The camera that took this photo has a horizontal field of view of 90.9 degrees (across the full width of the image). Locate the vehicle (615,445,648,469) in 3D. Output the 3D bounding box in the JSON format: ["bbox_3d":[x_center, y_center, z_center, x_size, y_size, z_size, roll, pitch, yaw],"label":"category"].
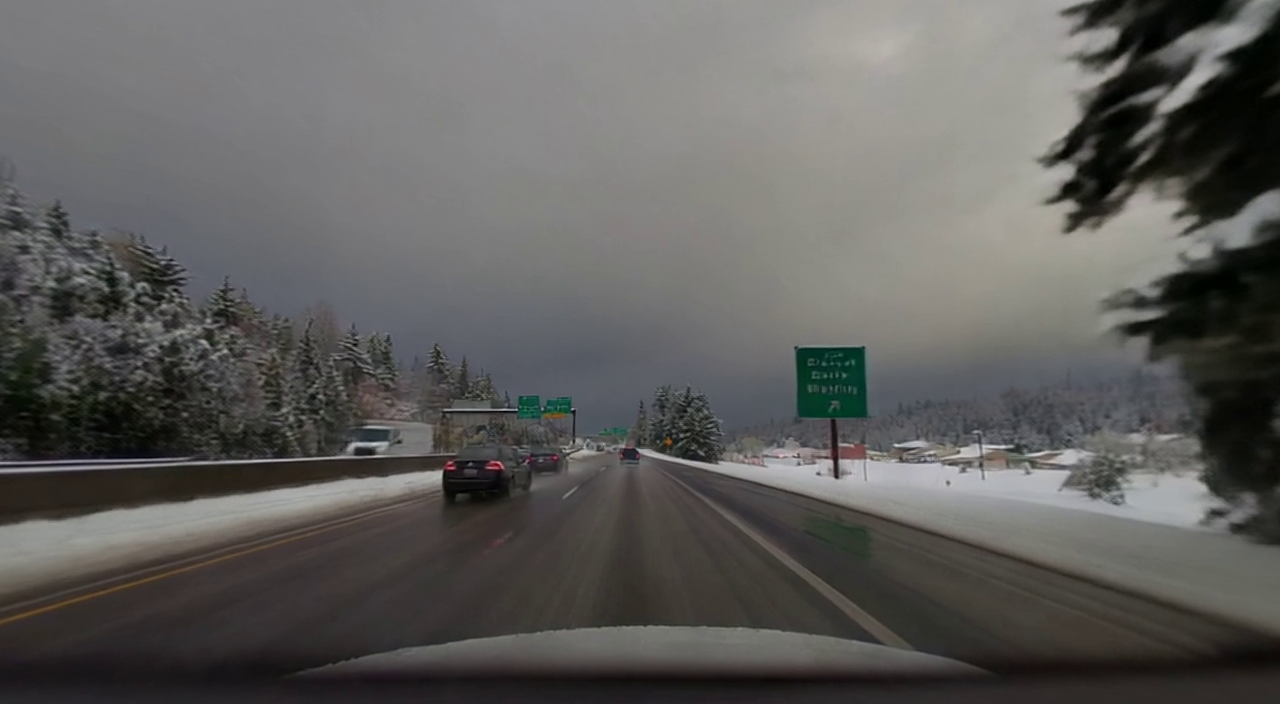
[{"bbox_3d":[-0.558,6.877,41.596,2.100,1.471,3.956,0,-8,-1],"label":"vehicle"}]

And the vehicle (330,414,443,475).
[{"bbox_3d":[-13.702,5.091,35.000,3.032,2.987,7.725,0,-8,0],"label":"vehicle"}]

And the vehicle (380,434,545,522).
[{"bbox_3d":[-3.403,2.502,13.204,2.067,1.509,4.551,0,-8,1],"label":"vehicle"}]

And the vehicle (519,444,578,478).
[{"bbox_3d":[-4.201,5.057,29.647,2.107,1.453,4.462,0,-8,0],"label":"vehicle"}]
